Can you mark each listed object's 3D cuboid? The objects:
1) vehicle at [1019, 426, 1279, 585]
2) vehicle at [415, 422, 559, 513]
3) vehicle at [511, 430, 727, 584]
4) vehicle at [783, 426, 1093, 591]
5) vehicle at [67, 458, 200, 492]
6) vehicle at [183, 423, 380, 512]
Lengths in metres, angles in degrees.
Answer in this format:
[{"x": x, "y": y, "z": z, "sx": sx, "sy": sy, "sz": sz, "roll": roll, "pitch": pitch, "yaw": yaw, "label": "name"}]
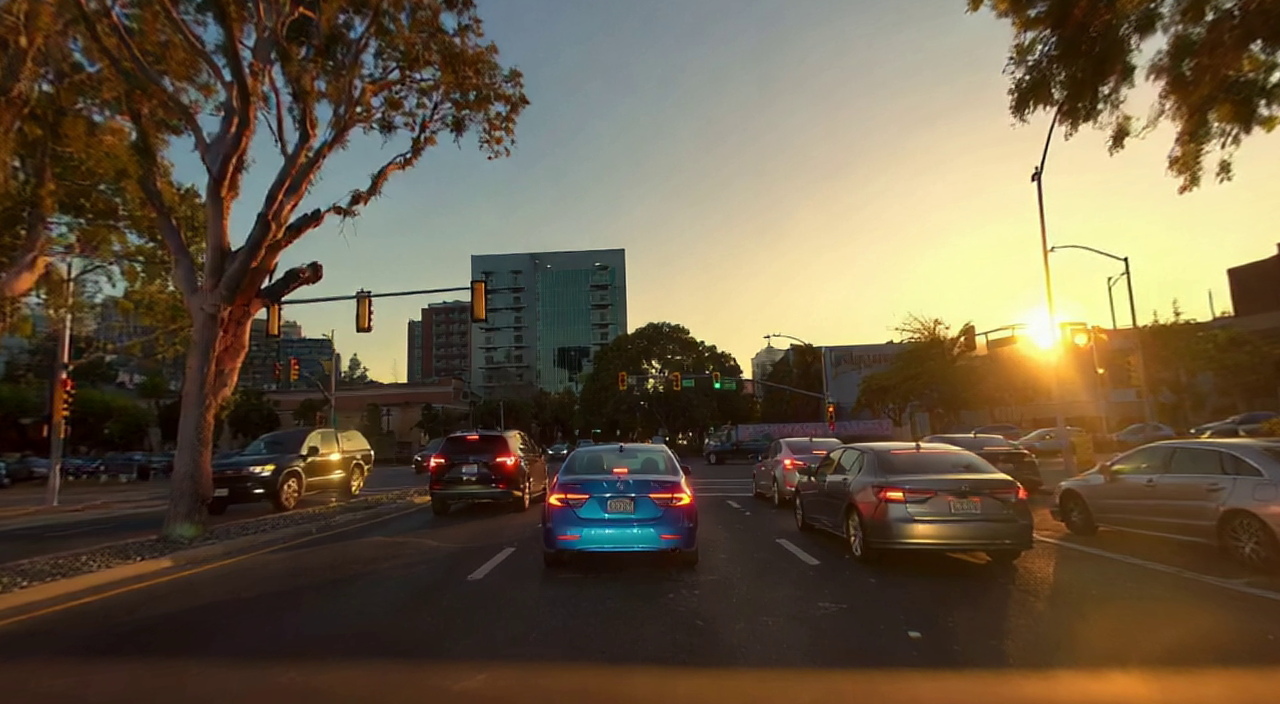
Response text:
[{"x": 7.131, "y": 1.731, "z": 7.822, "sx": 2.004, "sy": 1.508, "sz": 4.646, "roll": 0, "pitch": -8, "yaw": 0, "label": "vehicle"}, {"x": -3.432, "y": 2.714, "z": 15.416, "sx": 2.160, "sy": 1.823, "sz": 5.115, "roll": 0, "pitch": -8, "yaw": 1, "label": "vehicle"}, {"x": -0.179, "y": 1.799, "z": 8.160, "sx": 2.098, "sy": 1.477, "sz": 3.897, "roll": 0, "pitch": -8, "yaw": 1, "label": "vehicle"}, {"x": 3.240, "y": 1.760, "z": 7.994, "sx": 2.020, "sy": 1.513, "sz": 4.120, "roll": 0, "pitch": -8, "yaw": 2, "label": "vehicle"}, {"x": -25.281, "y": 6.142, "z": 31.753, "sx": 4.679, "sy": 1.488, "sz": 2.052, "roll": 2, "pitch": -9, "yaw": -13, "label": "vehicle"}, {"x": -8.699, "y": 2.826, "z": 15.993, "sx": 2.140, "sy": 1.892, "sz": 4.689, "roll": 0, "pitch": -8, "yaw": 1, "label": "vehicle"}]
